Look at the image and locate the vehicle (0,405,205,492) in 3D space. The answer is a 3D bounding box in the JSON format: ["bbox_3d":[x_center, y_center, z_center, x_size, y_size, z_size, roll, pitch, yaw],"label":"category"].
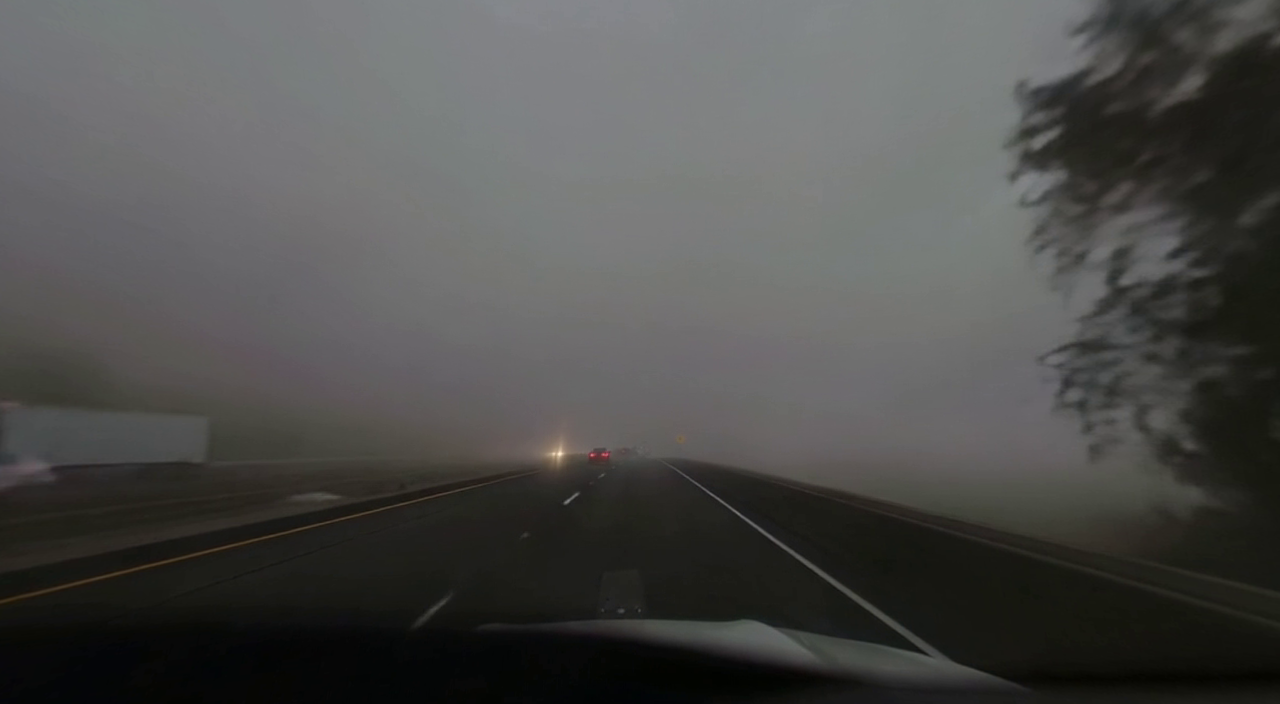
[{"bbox_3d":[-32.730,5.644,36.706,2.970,4.217,16.310,0,-9,0],"label":"vehicle"}]
